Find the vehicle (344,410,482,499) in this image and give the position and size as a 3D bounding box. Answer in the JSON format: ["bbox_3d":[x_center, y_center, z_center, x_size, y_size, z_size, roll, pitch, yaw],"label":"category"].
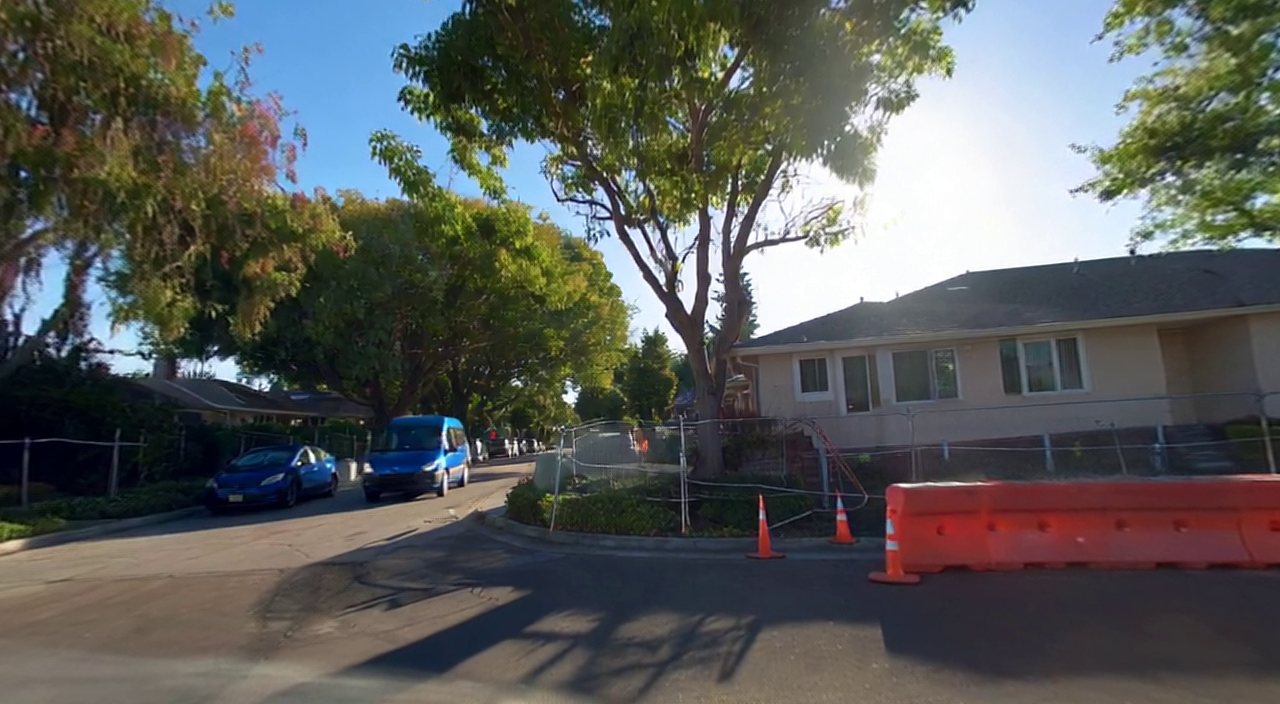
[{"bbox_3d":[-5.707,2.620,16.622,2.219,1.984,4.712,0,-8,-5],"label":"vehicle"}]

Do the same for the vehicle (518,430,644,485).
[{"bbox_3d":[-1.632,3.106,18.929,1.827,1.436,4.070,-4,-9,27],"label":"vehicle"}]

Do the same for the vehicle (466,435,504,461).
[{"bbox_3d":[-10.350,6.385,42.286,1.765,1.493,4.130,3,-7,-5],"label":"vehicle"}]

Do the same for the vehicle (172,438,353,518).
[{"bbox_3d":[-8.331,2.749,14.438,1.899,1.524,4.082,1,-8,-5],"label":"vehicle"}]
